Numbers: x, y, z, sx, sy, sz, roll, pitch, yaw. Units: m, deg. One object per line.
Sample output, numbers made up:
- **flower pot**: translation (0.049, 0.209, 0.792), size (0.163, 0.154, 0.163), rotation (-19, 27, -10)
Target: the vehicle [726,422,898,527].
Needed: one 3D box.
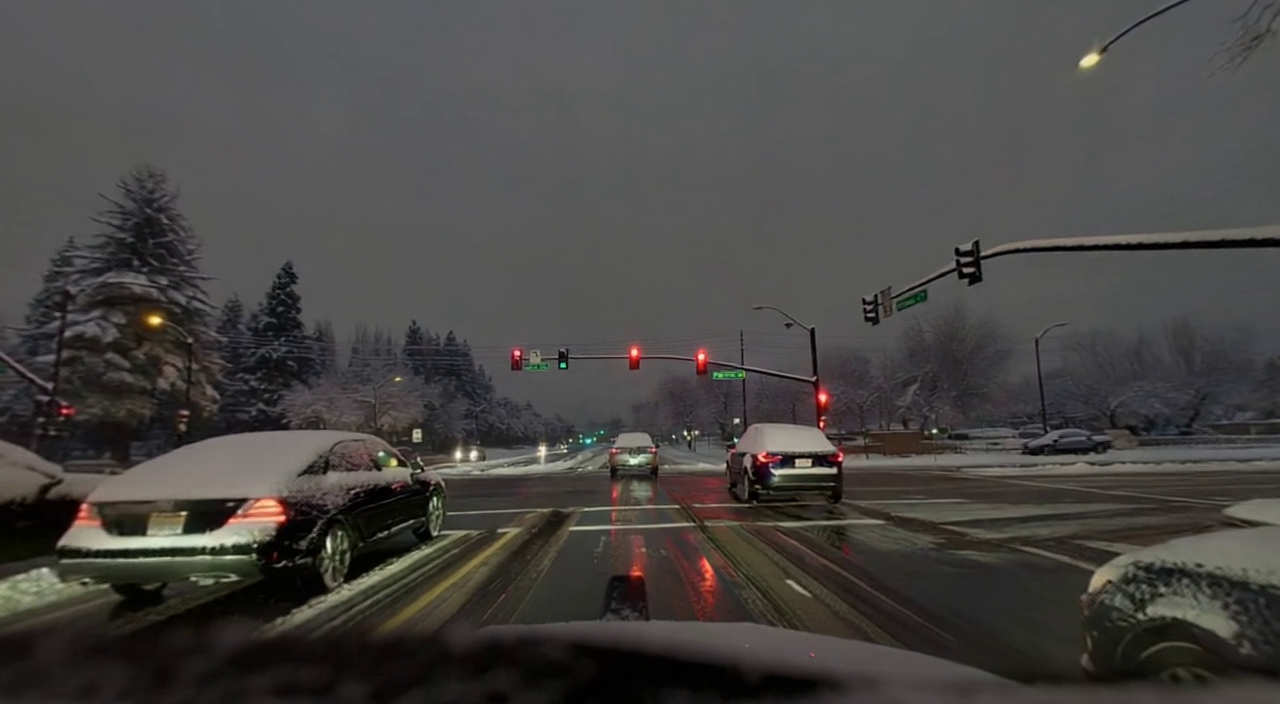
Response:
- **vehicle**: translation (3.171, 2.361, 12.746), size (2.097, 1.707, 4.461), rotation (0, -8, -1)

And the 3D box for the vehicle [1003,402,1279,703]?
- **vehicle**: translation (3.147, 0.814, 1.510), size (1.960, 1.460, 4.233), rotation (0, -8, -1)

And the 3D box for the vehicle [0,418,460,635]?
- **vehicle**: translation (-3.539, 1.540, 6.643), size (1.941, 1.492, 4.399), rotation (0, -8, 1)

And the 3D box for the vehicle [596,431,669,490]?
- **vehicle**: translation (-0.198, 3.556, 21.019), size (2.215, 1.749, 3.976), rotation (0, -8, 1)
